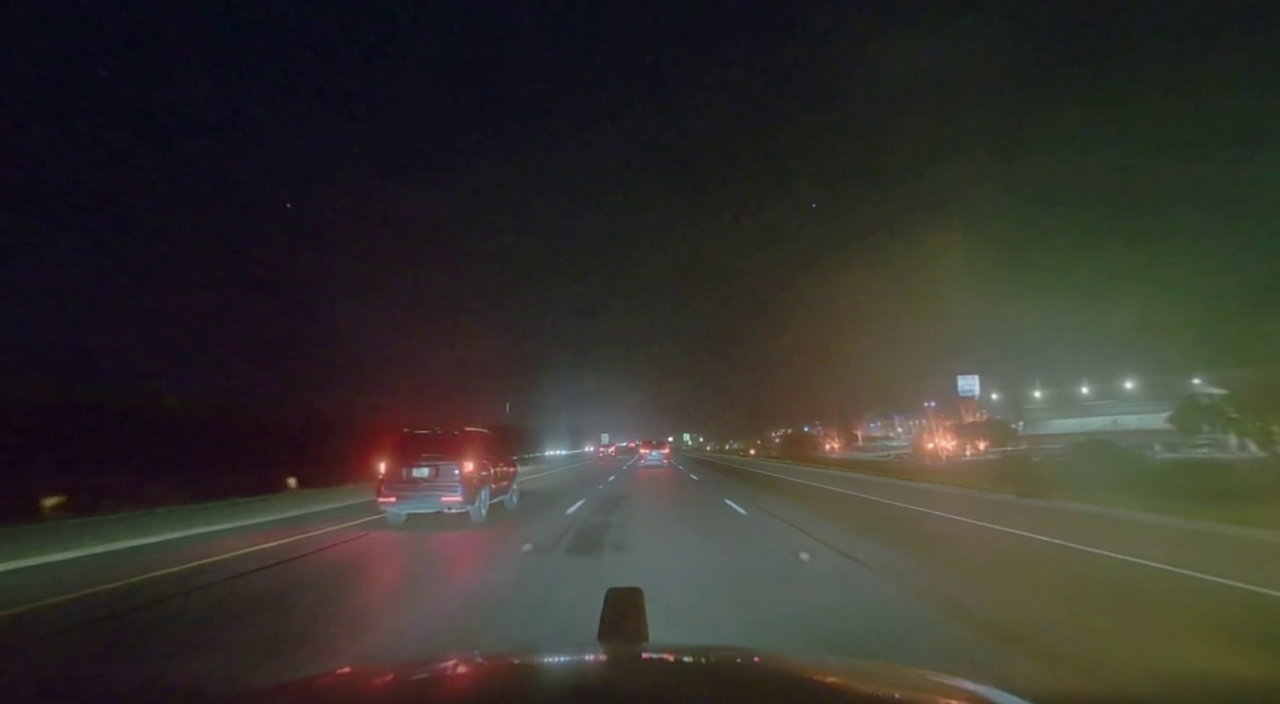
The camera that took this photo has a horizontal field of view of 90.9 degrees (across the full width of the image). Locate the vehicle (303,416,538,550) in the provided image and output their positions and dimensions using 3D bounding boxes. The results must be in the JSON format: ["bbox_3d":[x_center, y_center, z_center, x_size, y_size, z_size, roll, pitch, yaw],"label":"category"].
[{"bbox_3d":[-3.293,2.087,10.751,2.239,1.761,4.620,0,-8,2],"label":"vehicle"}]

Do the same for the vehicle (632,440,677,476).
[{"bbox_3d":[0.660,4.986,29.892,2.000,1.558,3.945,0,-8,0],"label":"vehicle"}]
